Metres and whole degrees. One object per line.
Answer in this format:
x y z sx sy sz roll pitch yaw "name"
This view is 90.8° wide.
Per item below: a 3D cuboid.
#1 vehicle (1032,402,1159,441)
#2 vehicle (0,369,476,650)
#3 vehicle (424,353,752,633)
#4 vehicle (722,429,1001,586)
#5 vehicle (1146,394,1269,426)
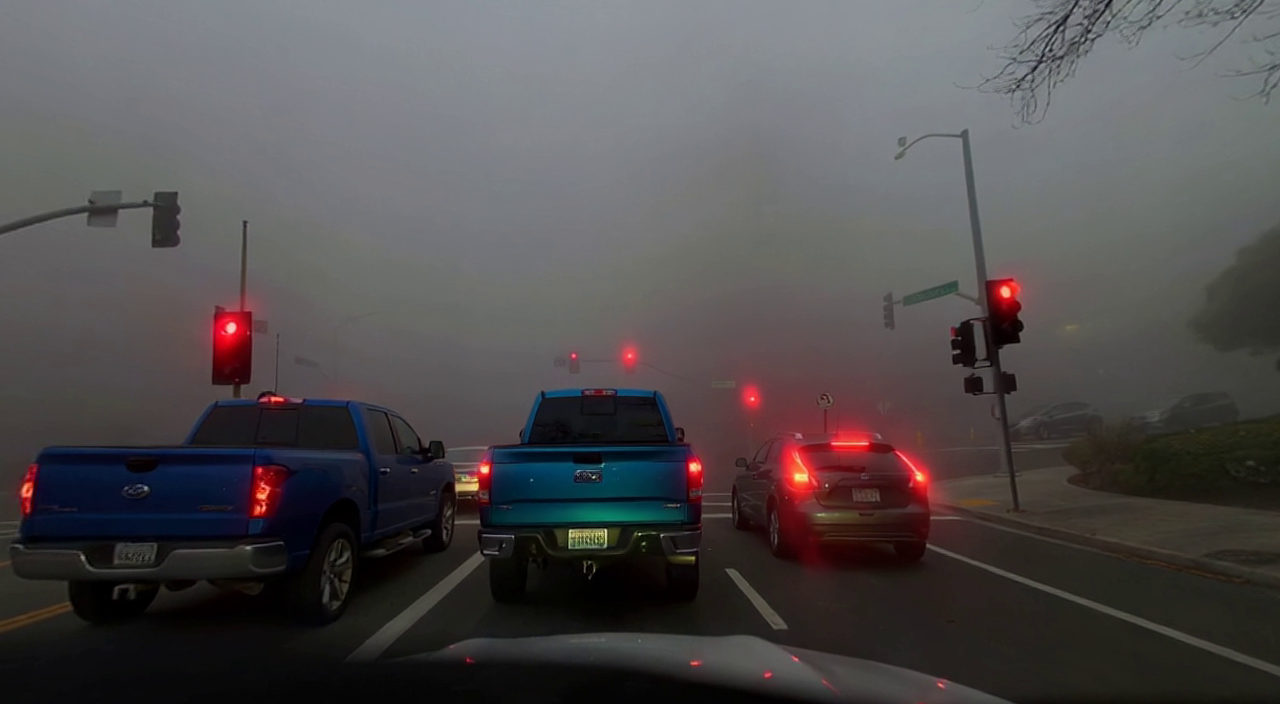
23.297 3.603 32.472 4.721 1.866 2.188 0 -9 2 "vehicle"
-3.458 1.408 6.784 2.146 1.828 5.148 0 -9 -2 "vehicle"
-0.395 1.309 6.733 2.282 1.964 4.421 0 -9 -1 "vehicle"
2.411 1.819 8.286 2.016 1.481 4.336 0 -9 -1 "vehicle"
29.267 3.034 32.688 4.540 1.543 1.803 0 -9 1 "vehicle"
